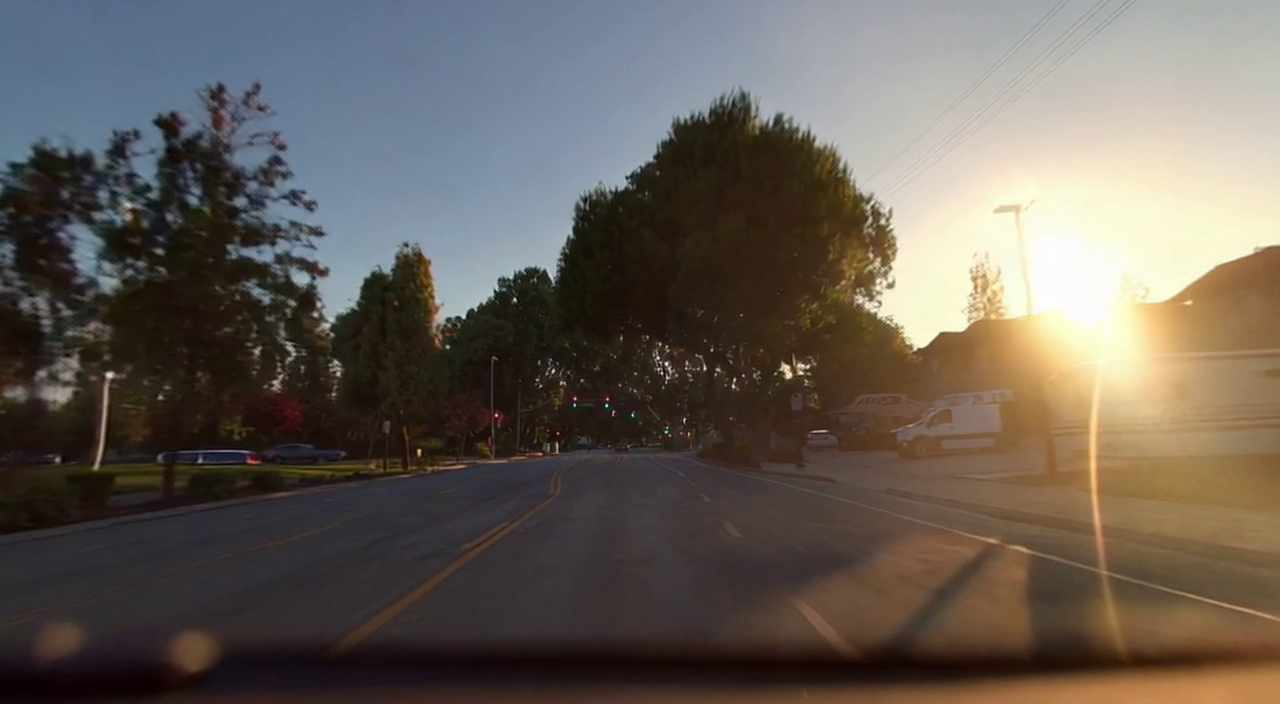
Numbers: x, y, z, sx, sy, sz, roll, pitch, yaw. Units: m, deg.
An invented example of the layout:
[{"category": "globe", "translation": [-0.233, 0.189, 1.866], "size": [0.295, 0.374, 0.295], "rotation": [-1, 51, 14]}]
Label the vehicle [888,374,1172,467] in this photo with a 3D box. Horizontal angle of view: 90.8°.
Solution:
[{"category": "vehicle", "translation": [15.699, 2.823, 25.933], "size": [9.549, 3.068, 3.049], "rotation": [-3, -7, -3]}]

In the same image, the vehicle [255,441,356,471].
[{"category": "vehicle", "translation": [-24.798, 7.707, 47.010], "size": [6.218, 2.056, 2.324], "rotation": [-1, -5, 1]}]

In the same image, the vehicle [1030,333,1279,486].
[{"category": "vehicle", "translation": [15.655, 1.479, 16.202], "size": [9.450, 3.499, 2.789], "rotation": [0, -8, -3]}]
